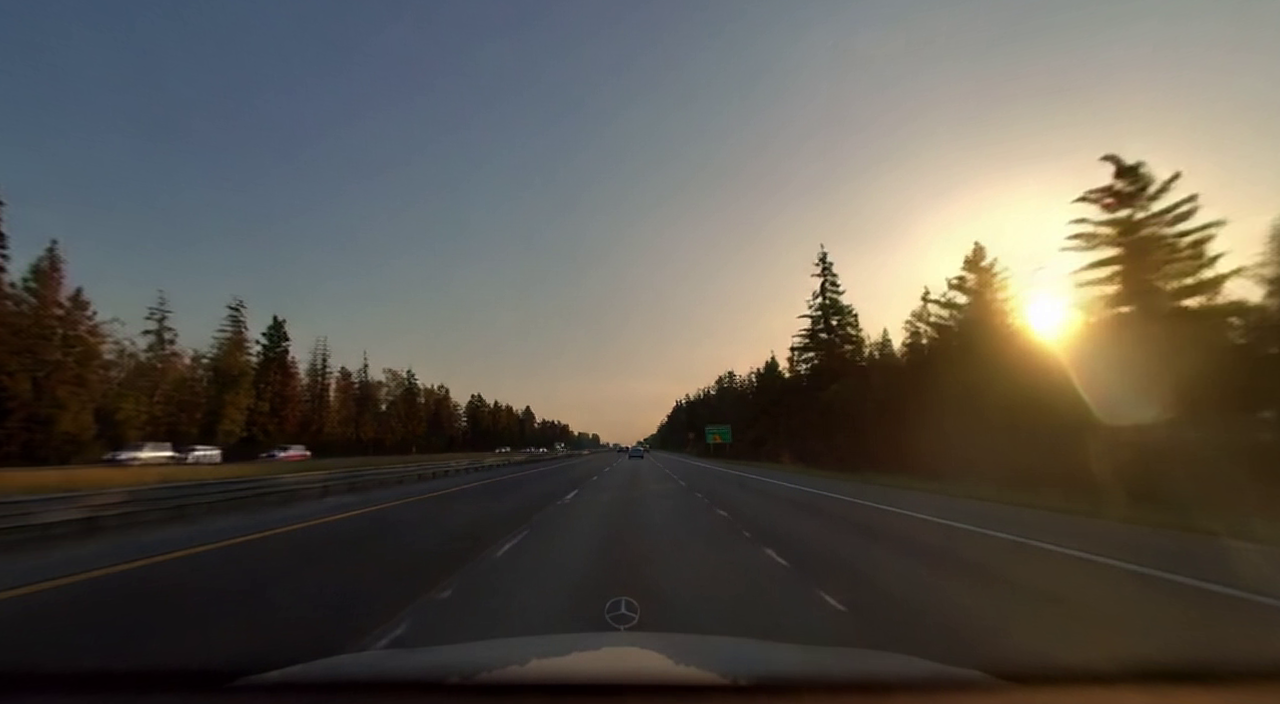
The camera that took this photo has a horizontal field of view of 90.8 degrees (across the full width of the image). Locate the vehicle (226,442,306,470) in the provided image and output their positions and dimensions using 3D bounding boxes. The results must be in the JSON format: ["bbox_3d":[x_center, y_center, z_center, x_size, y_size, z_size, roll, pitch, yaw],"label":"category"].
[{"bbox_3d":[-28.654,7.961,48.719,2.415,2.004,6.194,0,-9,0],"label":"vehicle"}]

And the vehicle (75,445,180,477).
[{"bbox_3d":[-32.439,6.898,40.258,2.134,1.887,5.345,0,-9,0],"label":"vehicle"}]
